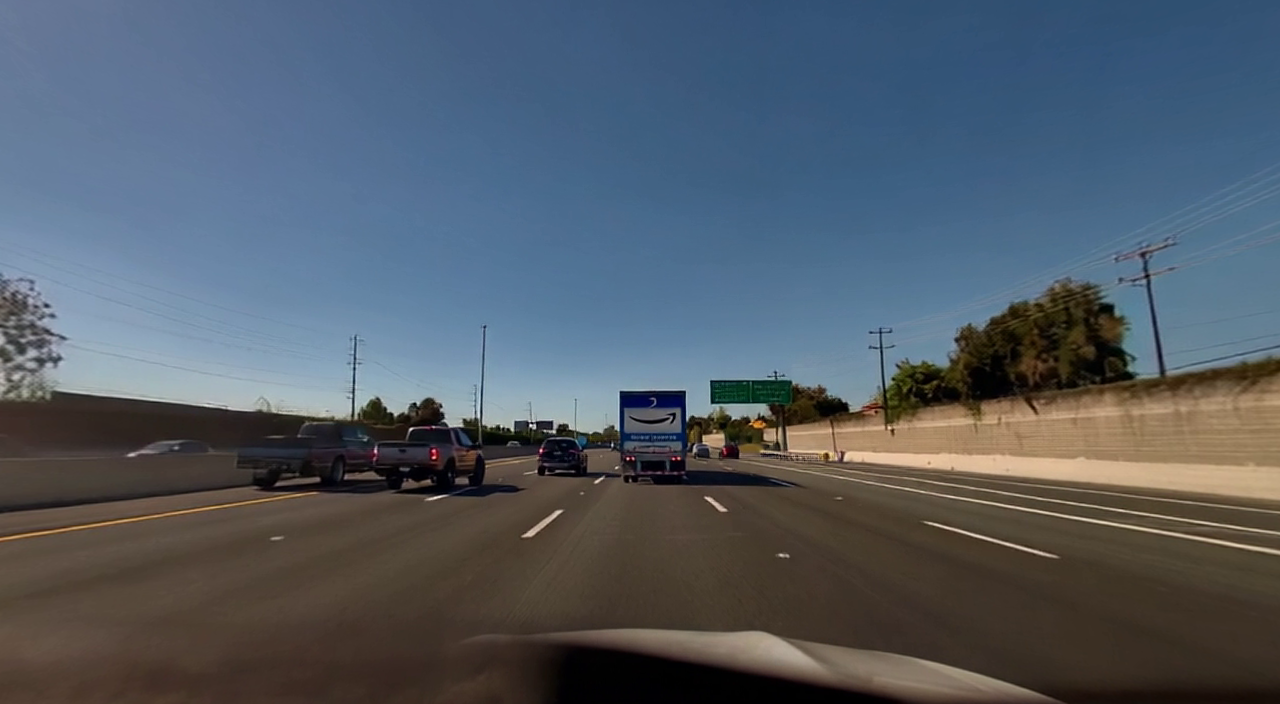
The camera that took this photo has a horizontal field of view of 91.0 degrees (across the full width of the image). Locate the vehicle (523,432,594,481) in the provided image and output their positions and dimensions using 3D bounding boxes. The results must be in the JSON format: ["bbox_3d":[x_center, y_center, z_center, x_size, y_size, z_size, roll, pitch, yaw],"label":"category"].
[{"bbox_3d":[-3.010,4.001,24.238,2.095,1.688,4.188,0,-9,1],"label":"vehicle"}]

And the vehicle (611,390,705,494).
[{"bbox_3d":[0.455,2.808,19.626,2.456,2.705,6.251,0,-9,0],"label":"vehicle"}]

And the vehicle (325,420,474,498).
[{"bbox_3d":[-6.436,2.945,17.677,2.101,1.858,5.071,0,-9,1],"label":"vehicle"}]

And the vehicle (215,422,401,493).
[{"bbox_3d":[-10.026,3.267,19.895,2.454,1.857,6.221,0,-9,0],"label":"vehicle"}]

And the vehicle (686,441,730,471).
[{"bbox_3d":[3.620,5.624,34.274,1.970,1.499,4.491,0,-9,1],"label":"vehicle"}]

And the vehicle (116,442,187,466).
[{"bbox_3d":[-31.783,6.627,41.100,1.623,1.459,3.672,0,-9,2],"label":"vehicle"}]
